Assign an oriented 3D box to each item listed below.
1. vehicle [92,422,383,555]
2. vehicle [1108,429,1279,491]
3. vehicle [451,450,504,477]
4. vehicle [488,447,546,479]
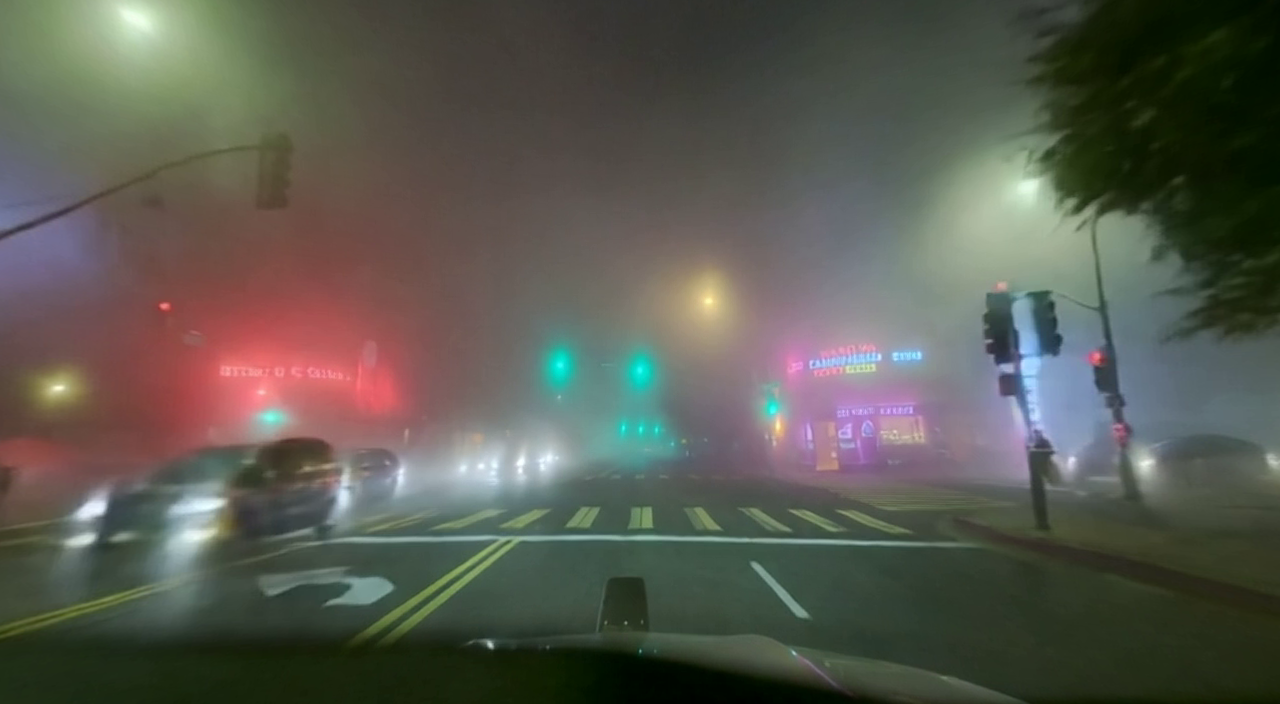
[{"bbox_3d":[-6.321,2.160,10.731,2.041,1.756,4.392,0,-8,0],"label":"vehicle"},{"bbox_3d":[16.583,3.099,18.301,4.299,1.679,2.011,0,-8,1],"label":"vehicle"},{"bbox_3d":[-10.049,6.932,39.300,1.919,1.518,4.360,-1,-8,3],"label":"vehicle"},{"bbox_3d":[-6.137,5.537,31.868,2.007,1.478,4.328,0,-8,1],"label":"vehicle"}]
